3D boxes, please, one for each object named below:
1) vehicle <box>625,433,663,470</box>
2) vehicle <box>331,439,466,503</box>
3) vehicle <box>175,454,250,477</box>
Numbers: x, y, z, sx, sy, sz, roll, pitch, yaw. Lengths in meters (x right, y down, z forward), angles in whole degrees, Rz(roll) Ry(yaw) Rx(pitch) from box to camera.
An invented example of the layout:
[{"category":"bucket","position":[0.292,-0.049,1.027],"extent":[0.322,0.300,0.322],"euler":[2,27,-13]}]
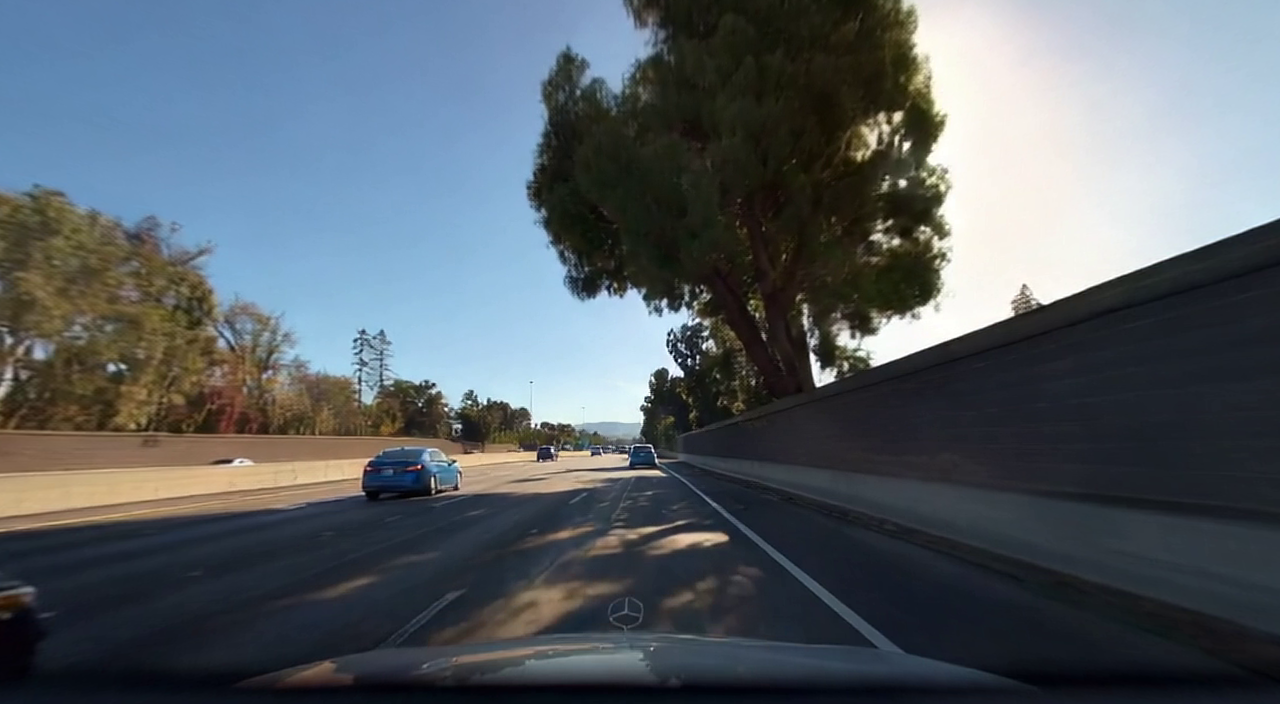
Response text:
[{"category":"vehicle","position":[0.238,6.313,40.168],"extent":[2.318,2.145,4.561],"euler":[0,-8,0]},{"category":"vehicle","position":[-6.694,3.326,18.109],"extent":[2.116,1.570,4.377],"euler":[0,-8,0]},{"category":"vehicle","position":[-30.145,8.003,44.650],"extent":[2.019,1.499,4.688],"euler":[0,-8,1]}]
